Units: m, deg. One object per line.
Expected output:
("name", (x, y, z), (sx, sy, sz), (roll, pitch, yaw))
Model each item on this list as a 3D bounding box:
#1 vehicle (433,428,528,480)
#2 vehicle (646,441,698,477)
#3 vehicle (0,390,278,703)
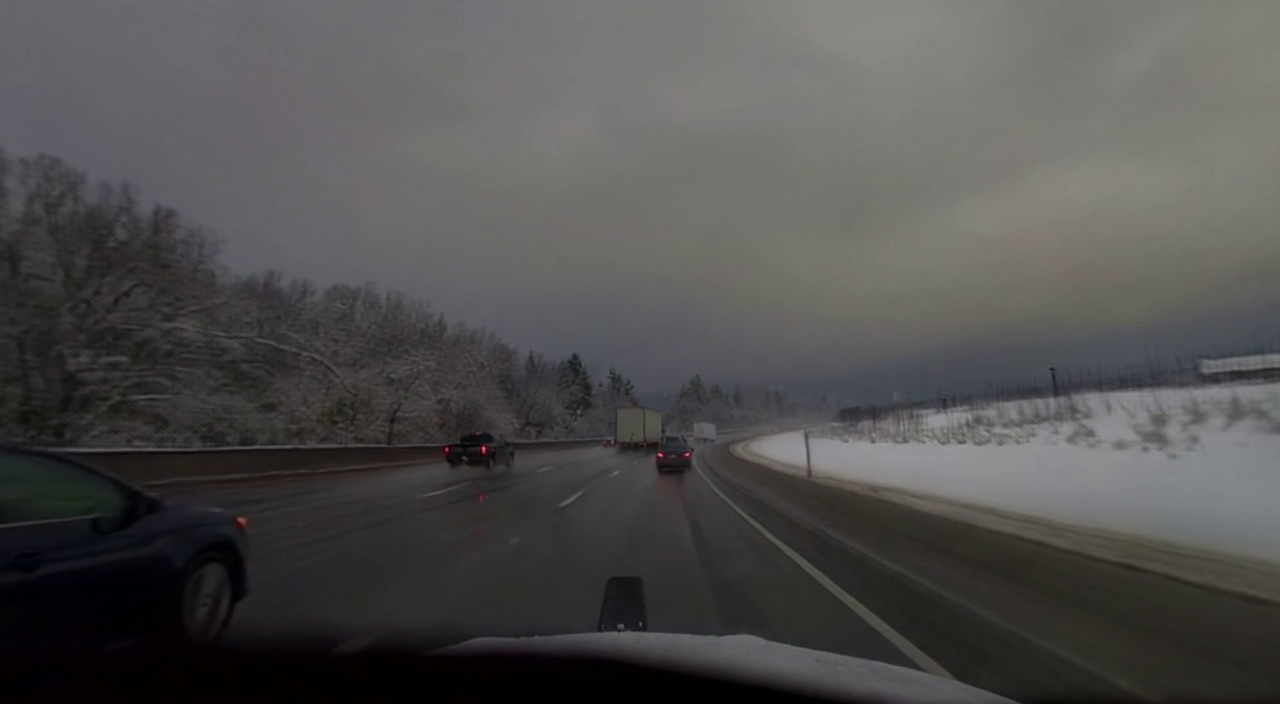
("vehicle", (-6.118, 4.000, 24.911), (2.142, 1.833, 4.854), (-1, -8, 4))
("vehicle", (1.322, 4.362, 26.051), (1.984, 1.365, 3.767), (0, -8, 3))
("vehicle", (-3.596, 0.830, 2.082), (1.916, 1.486, 4.631), (0, -8, 2))
